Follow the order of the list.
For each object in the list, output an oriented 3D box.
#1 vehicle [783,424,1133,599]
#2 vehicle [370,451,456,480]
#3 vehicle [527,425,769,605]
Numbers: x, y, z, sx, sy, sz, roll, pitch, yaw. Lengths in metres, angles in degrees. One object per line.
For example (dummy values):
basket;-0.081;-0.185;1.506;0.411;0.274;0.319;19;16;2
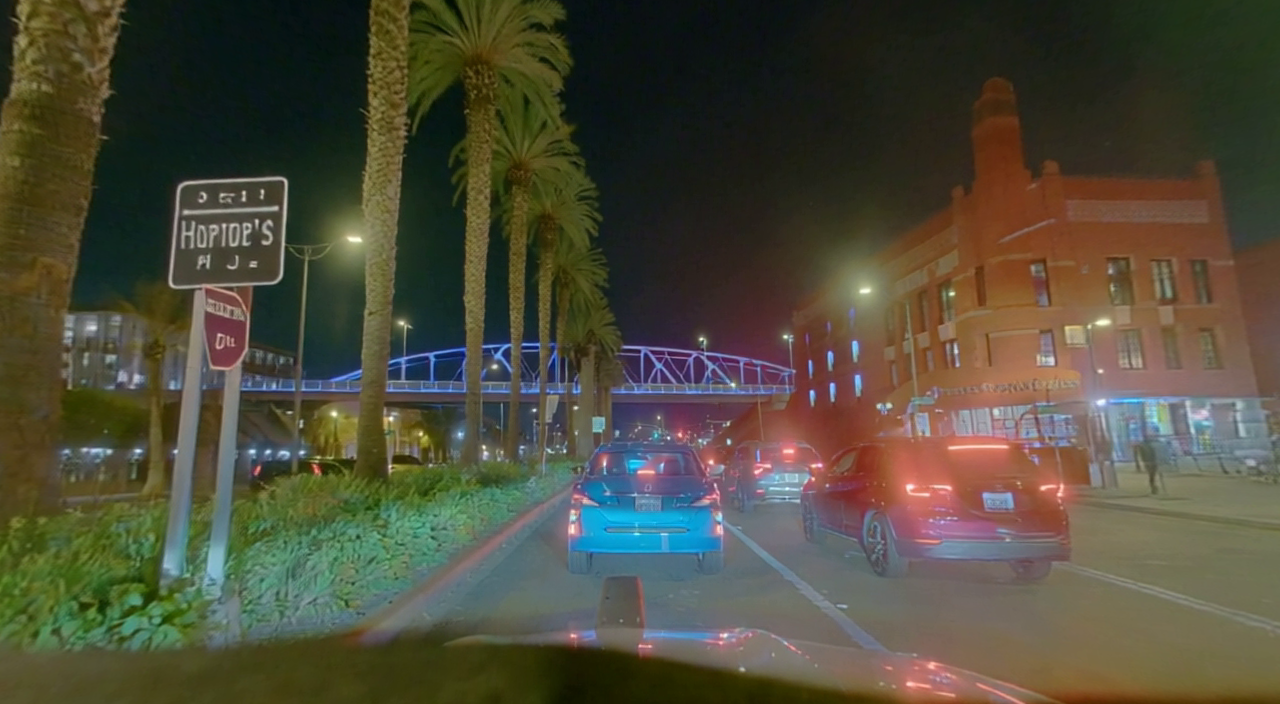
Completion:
vehicle;3.260;1.715;7.729;1.920;1.490;4.417;0;-9;-1
vehicle;-14.956;7.468;41.684;4.852;1.802;2.104;-1;-9;8
vehicle;0.057;1.669;7.280;2.048;1.503;3.681;0;-9;0
